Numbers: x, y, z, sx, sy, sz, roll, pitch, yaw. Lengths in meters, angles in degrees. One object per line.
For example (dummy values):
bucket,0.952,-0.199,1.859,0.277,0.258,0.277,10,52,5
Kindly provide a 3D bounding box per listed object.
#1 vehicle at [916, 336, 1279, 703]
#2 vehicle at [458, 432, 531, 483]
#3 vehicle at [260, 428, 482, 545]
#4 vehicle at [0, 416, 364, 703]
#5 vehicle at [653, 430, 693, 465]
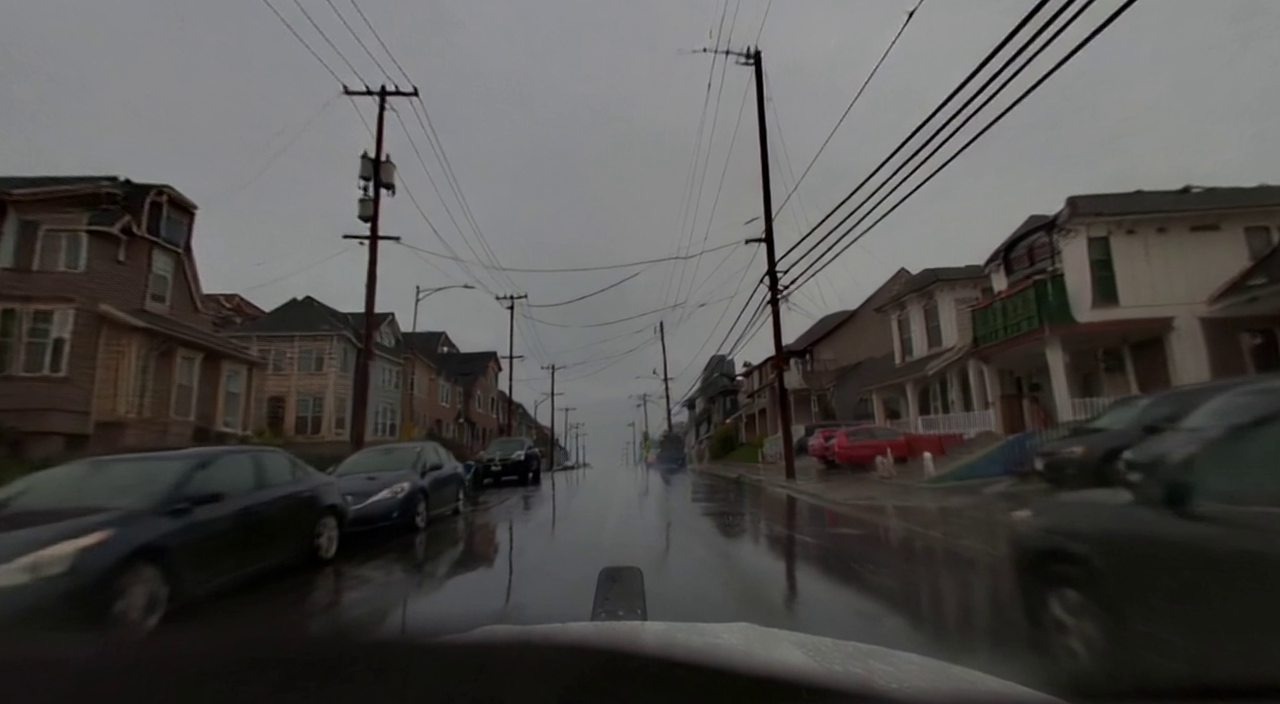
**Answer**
vehicle,3.205,0.784,2.335,1.957,1.644,4.433,1,-8,-6
vehicle,-5.272,3.811,23.335,1.967,1.656,3.924,1,-7,-4
vehicle,-4.550,2.271,11.736,2.084,1.522,4.925,3,-6,-2
vehicle,-4.332,1.455,5.600,1.975,1.513,4.406,-2,-8,-2
vehicle,2.176,6.445,42.789,2.343,2.229,4.199,0,-8,-2
